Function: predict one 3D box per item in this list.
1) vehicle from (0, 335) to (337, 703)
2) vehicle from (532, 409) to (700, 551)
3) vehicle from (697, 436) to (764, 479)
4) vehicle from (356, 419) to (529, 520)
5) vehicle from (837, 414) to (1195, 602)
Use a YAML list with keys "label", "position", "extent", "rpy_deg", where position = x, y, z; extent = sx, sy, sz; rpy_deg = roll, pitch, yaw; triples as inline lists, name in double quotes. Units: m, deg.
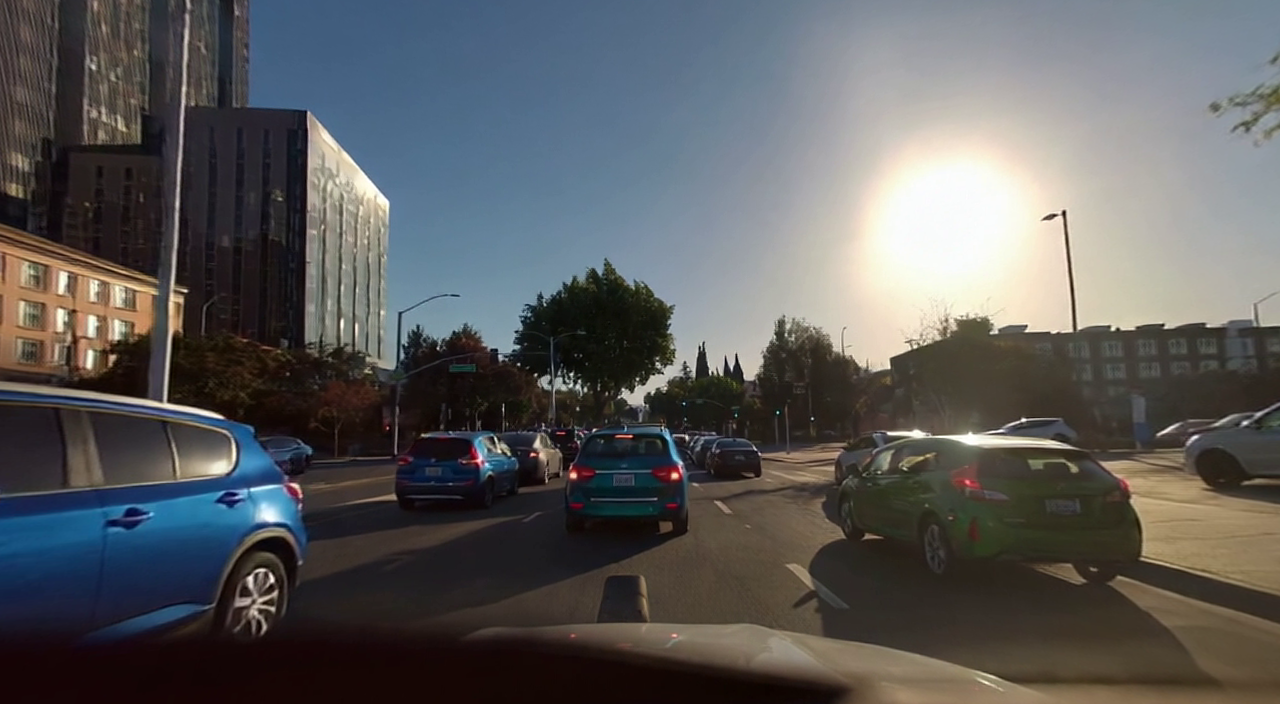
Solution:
- label: "vehicle"
  position: [-3.445, 0.844, 2.682]
  extent: [2.047, 1.710, 4.314]
  rpy_deg: [0, -8, 1]
- label: "vehicle"
  position: [-0.237, 1.847, 9.684]
  extent: [2.022, 1.700, 4.084]
  rpy_deg: [0, -8, 1]
- label: "vehicle"
  position: [3.340, 3.971, 23.938]
  extent: [1.948, 1.475, 4.093]
  rpy_deg: [0, -8, 0]
- label: "vehicle"
  position: [-3.733, 2.311, 12.837]
  extent: [2.012, 1.701, 4.316]
  rpy_deg: [0, -8, 1]
- label: "vehicle"
  position: [3.781, 1.598, 7.292]
  extent: [1.847, 1.554, 3.885]
  rpy_deg: [0, -8, 3]
